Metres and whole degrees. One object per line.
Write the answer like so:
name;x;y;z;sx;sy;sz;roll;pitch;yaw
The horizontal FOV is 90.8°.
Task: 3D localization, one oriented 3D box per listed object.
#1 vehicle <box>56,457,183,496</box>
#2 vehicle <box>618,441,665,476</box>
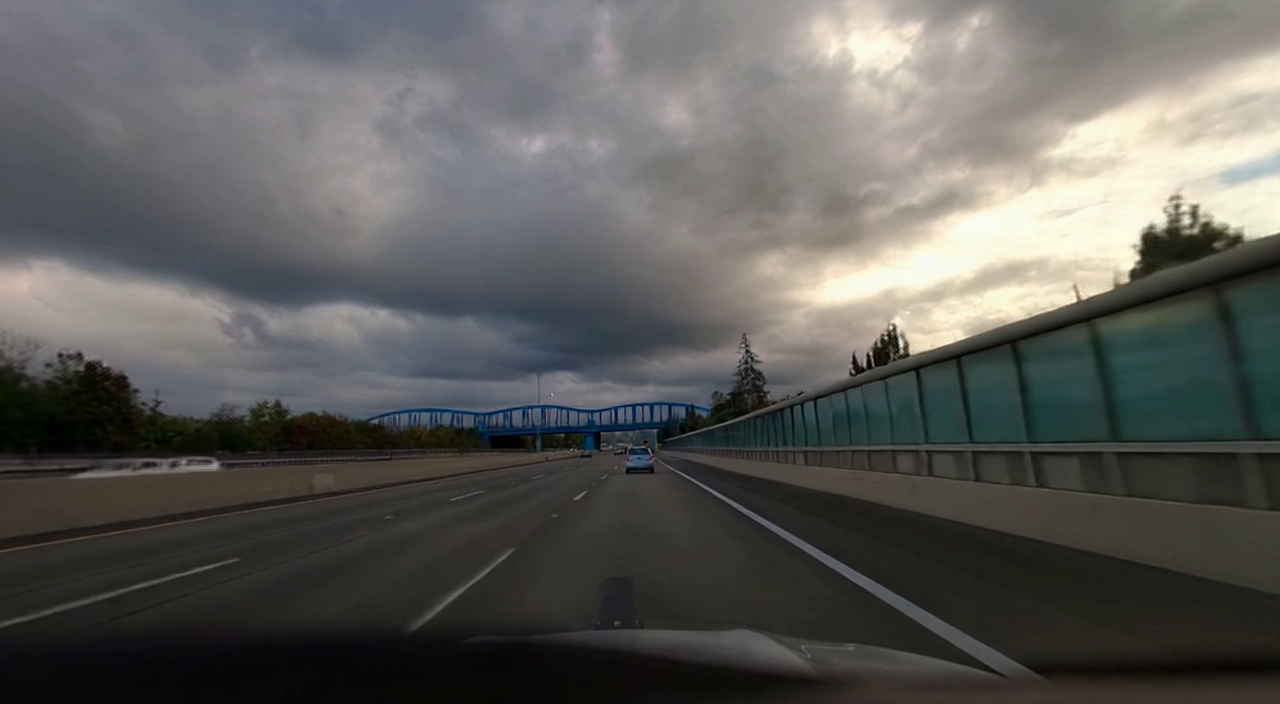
vehicle;-21.750;5.174;26.601;1.807;1.436;4.163;0;-9;-1
vehicle;0.037;5.623;33.576;2.299;1.716;4.579;0;-9;-1
